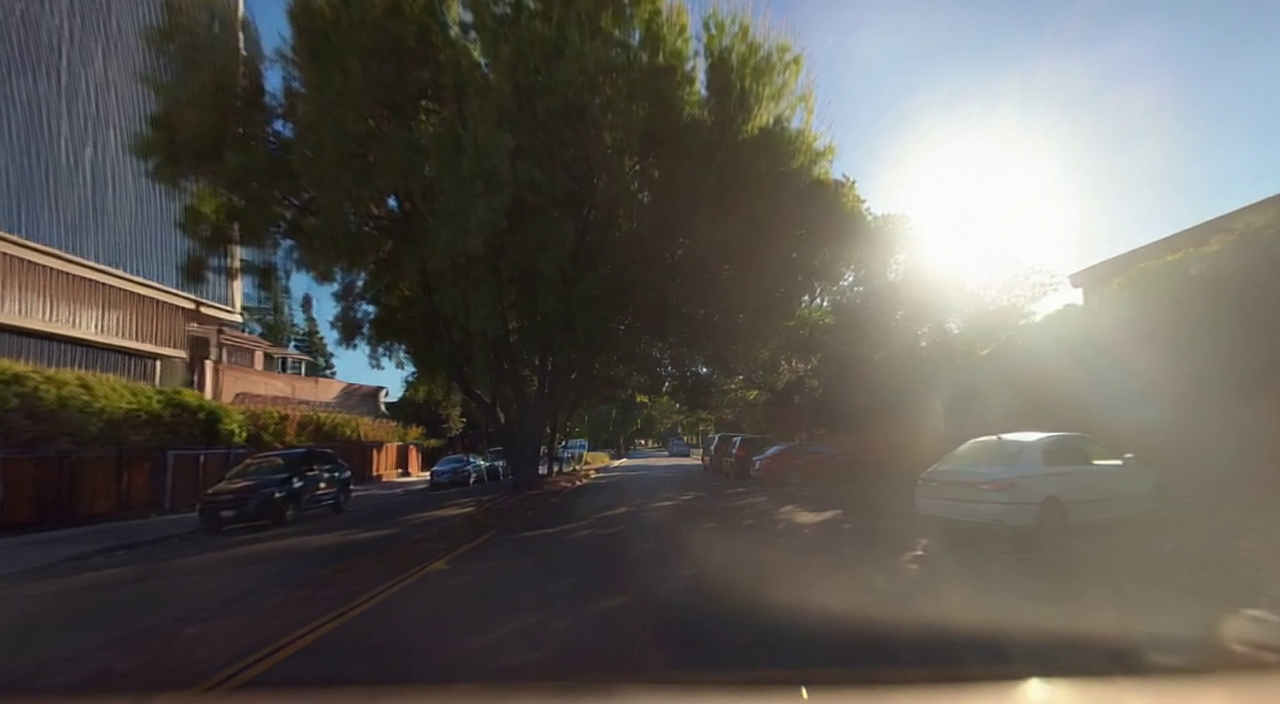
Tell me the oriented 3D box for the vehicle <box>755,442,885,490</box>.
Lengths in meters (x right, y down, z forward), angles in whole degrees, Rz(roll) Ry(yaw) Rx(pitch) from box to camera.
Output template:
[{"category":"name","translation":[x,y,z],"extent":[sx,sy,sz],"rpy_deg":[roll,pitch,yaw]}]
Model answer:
[{"category":"vehicle","translation":[6.384,3.973,22.313],"extent":[4.265,1.510,1.915],"rpy_deg":[5,-10,-29]}]

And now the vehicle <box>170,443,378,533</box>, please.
[{"category":"vehicle","translation":[-8.022,2.971,14.466],"extent":[2.172,1.707,4.273],"rpy_deg":[0,-9,0]}]

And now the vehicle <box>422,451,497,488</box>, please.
[{"category":"vehicle","translation":[-8.149,5.314,28.996],"extent":[1.911,1.497,4.738],"rpy_deg":[0,-9,2]}]

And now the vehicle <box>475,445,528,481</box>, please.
[{"category":"vehicle","translation":[-7.787,6.248,35.931],"extent":[1.957,1.693,4.588],"rpy_deg":[-2,-6,1]}]

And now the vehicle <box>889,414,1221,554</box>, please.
[{"category":"vehicle","translation":[6.595,1.977,10.038],"extent":[4.858,1.758,2.021],"rpy_deg":[4,-10,-25]}]
